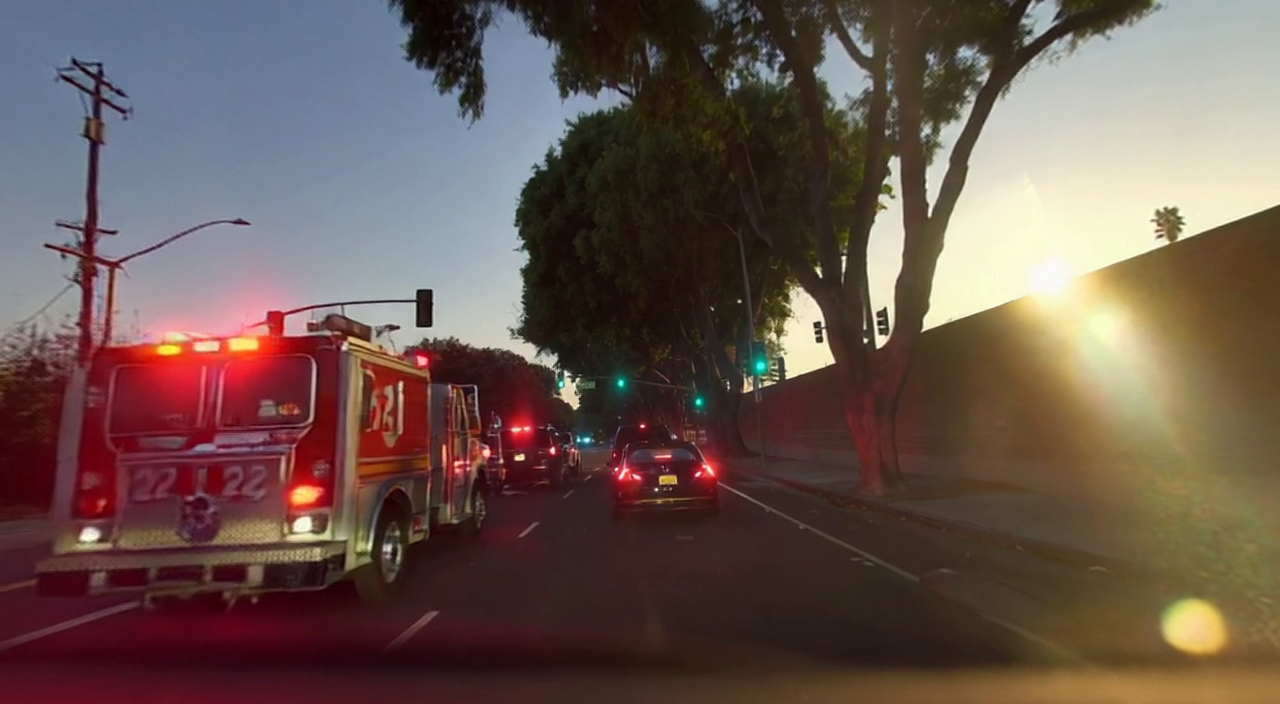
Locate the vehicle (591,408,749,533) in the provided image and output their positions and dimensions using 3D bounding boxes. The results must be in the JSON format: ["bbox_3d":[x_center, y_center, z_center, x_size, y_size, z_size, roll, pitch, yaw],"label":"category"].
[{"bbox_3d":[0.278,2.109,11.859,2.332,1.831,4.930,0,-8,-4],"label":"vehicle"}]

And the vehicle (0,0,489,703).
[{"bbox_3d":[-3.676,-0.131,1.802,3.631,3.655,12.773,0,-8,-1],"label":"vehicle"}]

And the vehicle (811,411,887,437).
[{"bbox_3d":[14.474,5.022,43.915,4.528,1.704,2.073,2,-9,-12],"label":"vehicle"}]
